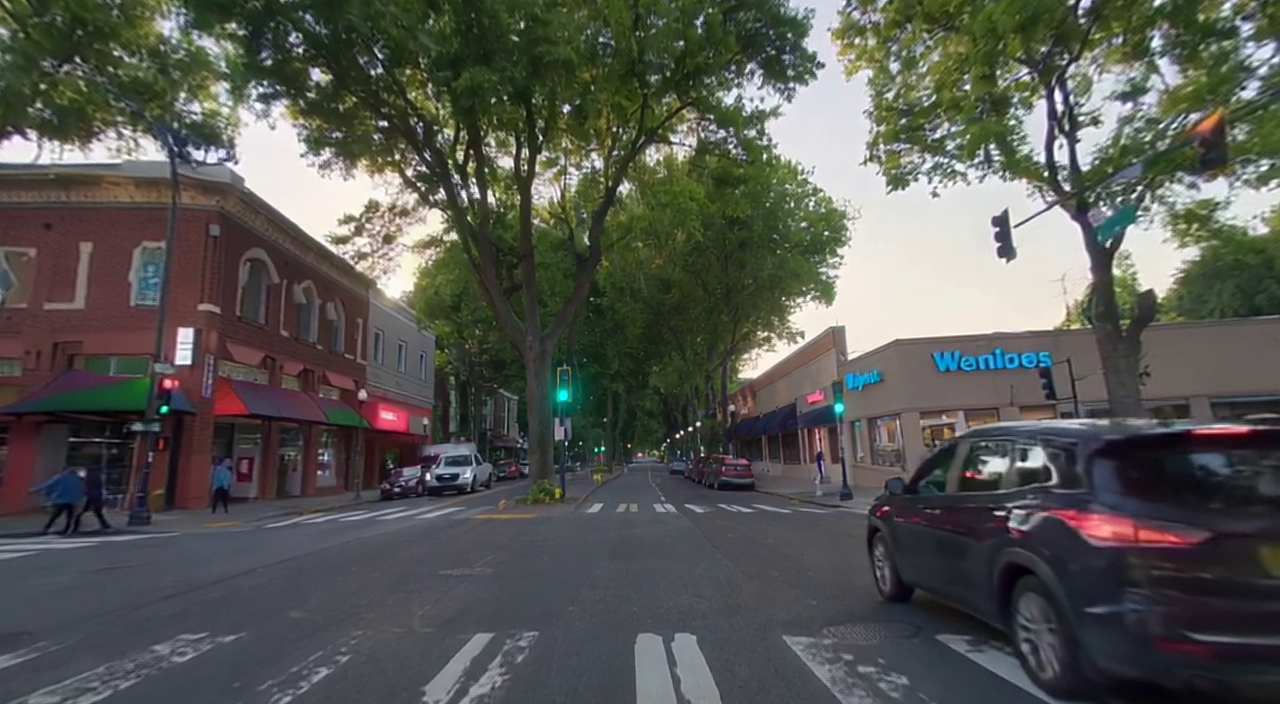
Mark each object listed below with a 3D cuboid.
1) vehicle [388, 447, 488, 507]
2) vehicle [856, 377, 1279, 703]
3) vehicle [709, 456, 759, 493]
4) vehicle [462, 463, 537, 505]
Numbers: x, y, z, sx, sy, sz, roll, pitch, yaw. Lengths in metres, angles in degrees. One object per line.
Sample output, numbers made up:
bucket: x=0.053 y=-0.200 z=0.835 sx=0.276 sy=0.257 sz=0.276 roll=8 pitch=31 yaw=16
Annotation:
vehicle: x=-8.776 y=5.438 z=28.172 sx=2.489 sy=2.323 sz=5.843 roll=0 pitch=-8 yaw=0
vehicle: x=2.737 y=1.124 z=3.854 sx=1.822 sy=1.654 sz=2.794 roll=0 pitch=-8 yaw=1
vehicle: x=5.195 y=6.809 z=35.544 sx=2.010 sy=1.844 sz=4.386 roll=0 pitch=-8 yaw=-2
vehicle: x=-5.744 y=5.436 z=26.424 sx=1.983 sy=1.438 sz=4.559 roll=0 pitch=-8 yaw=1
